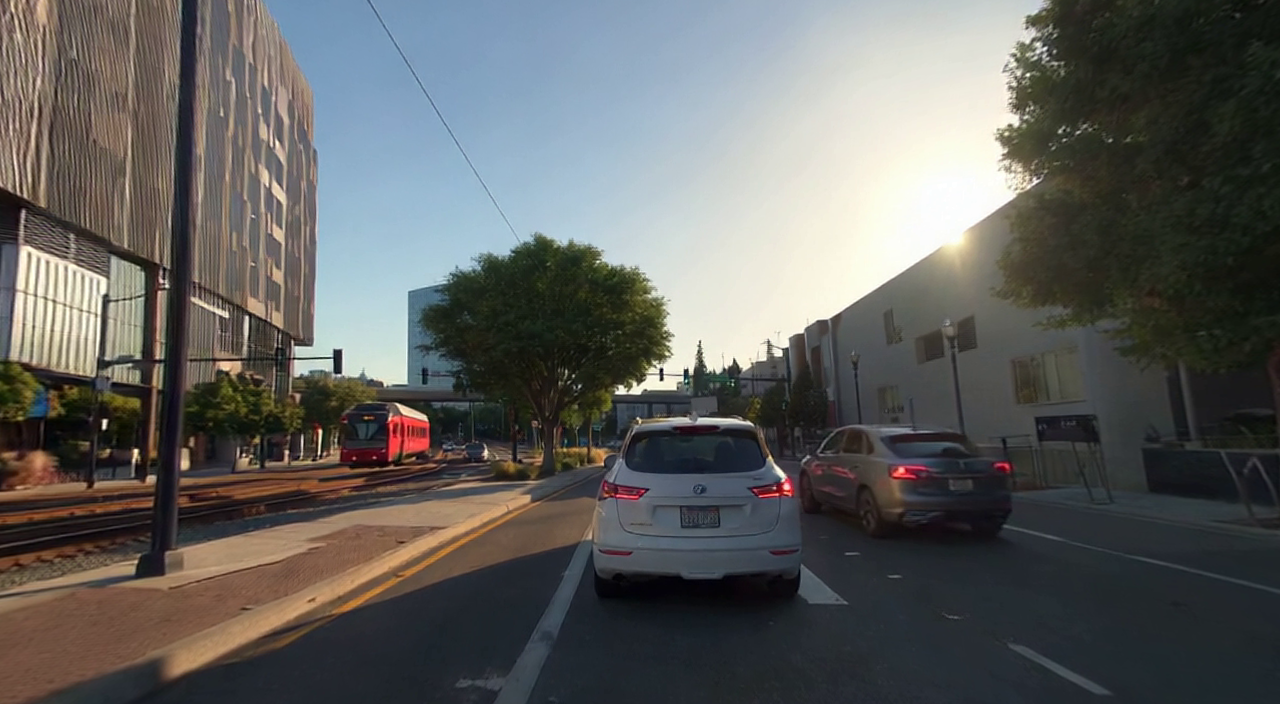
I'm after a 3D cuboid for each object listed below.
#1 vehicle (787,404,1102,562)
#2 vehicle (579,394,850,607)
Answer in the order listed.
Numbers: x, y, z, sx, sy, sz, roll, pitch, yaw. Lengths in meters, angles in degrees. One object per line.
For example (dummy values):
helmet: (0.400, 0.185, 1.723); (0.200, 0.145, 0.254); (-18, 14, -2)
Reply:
vehicle: (3.868, 1.775, 9.264); (2.212, 1.709, 4.715); (0, -9, -1)
vehicle: (0.493, 1.498, 7.182); (2.190, 1.684, 4.084); (0, -9, -3)
